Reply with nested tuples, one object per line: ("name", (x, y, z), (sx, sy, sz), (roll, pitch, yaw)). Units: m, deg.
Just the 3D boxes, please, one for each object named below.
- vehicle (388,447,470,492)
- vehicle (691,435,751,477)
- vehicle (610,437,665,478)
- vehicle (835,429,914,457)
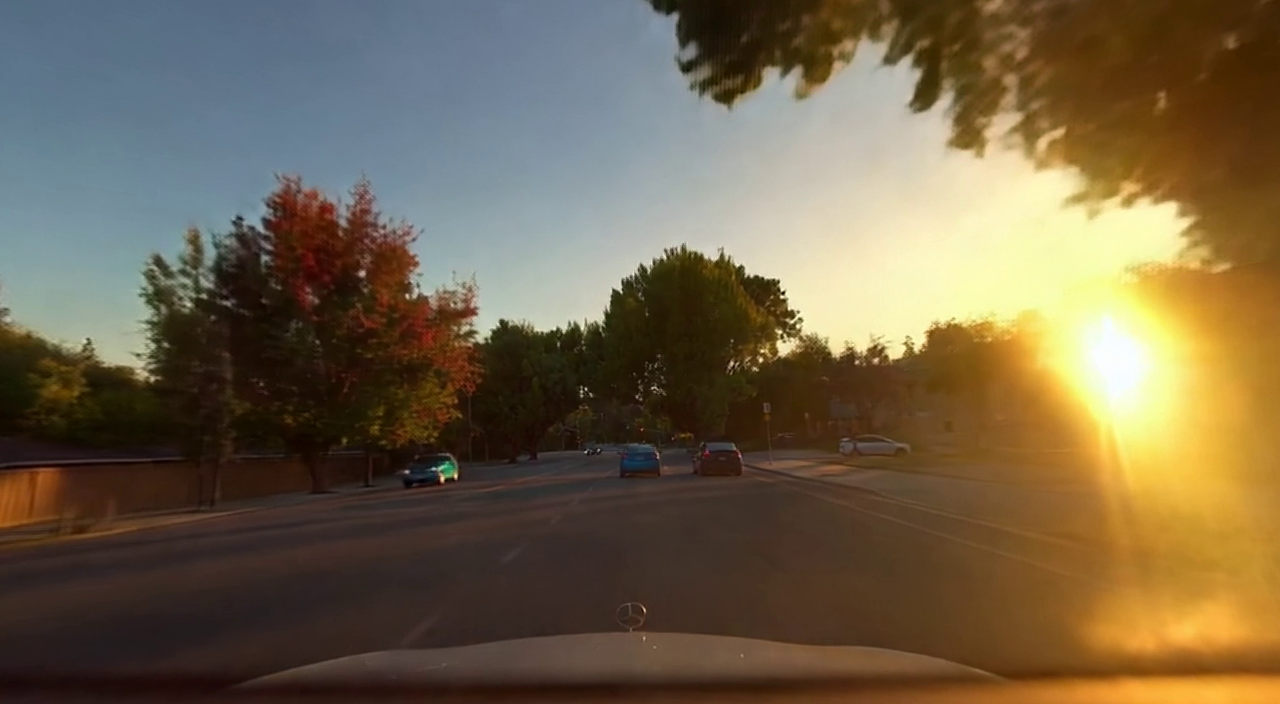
("vehicle", (-9.526, 5.287, 28.887), (2.101, 1.703, 4.481), (-5, -9, 1))
("vehicle", (3.478, 4.578, 28.007), (2.024, 1.711, 4.512), (0, -8, -1))
("vehicle", (-0.124, 4.585, 27.601), (2.200, 1.653, 4.127), (0, -8, 0))
("vehicle", (15.337, 5.997, 41.376), (4.378, 1.754, 2.007), (1, -9, 1))
